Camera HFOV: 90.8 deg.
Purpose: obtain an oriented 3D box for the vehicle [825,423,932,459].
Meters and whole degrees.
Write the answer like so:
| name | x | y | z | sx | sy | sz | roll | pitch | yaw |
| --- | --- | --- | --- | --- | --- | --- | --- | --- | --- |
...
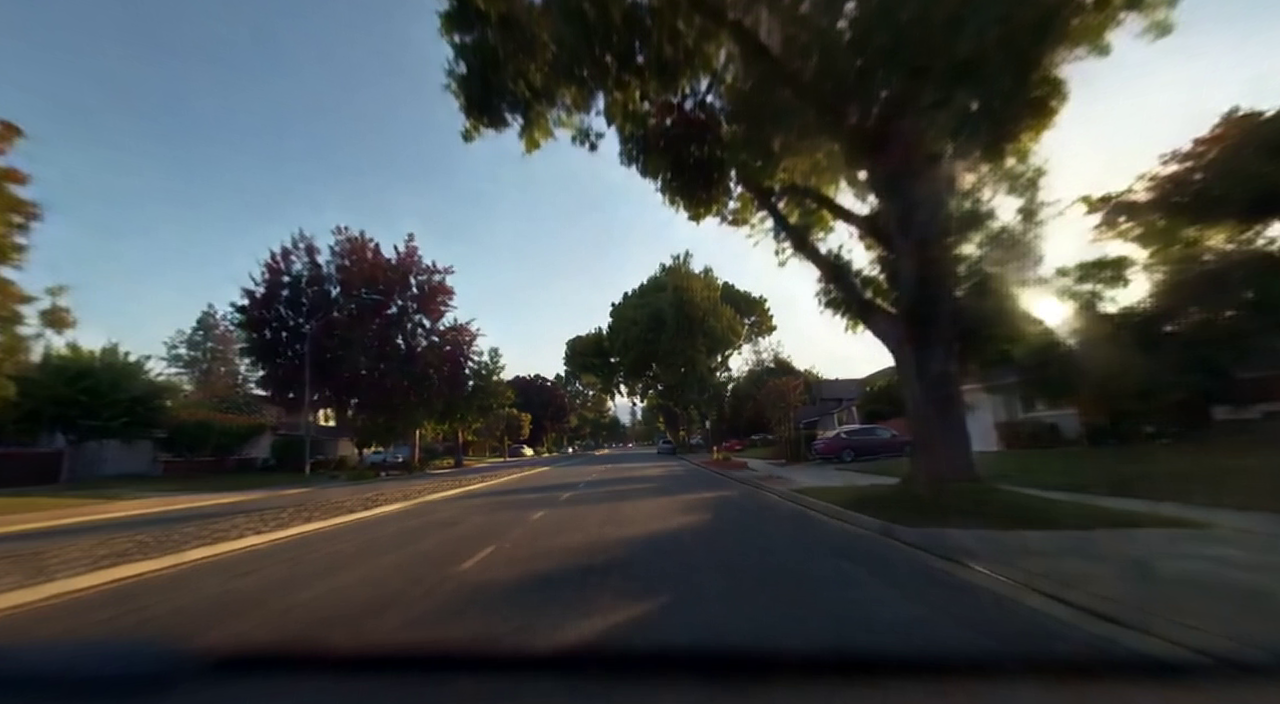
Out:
| name | x | y | z | sx | sy | sz | roll | pitch | yaw |
| --- | --- | --- | --- | --- | --- | --- | --- | --- | --- |
| vehicle | 11.785 | 4.440 | 31.469 | 4.545 | 1.680 | 2.001 | -1 | -8 | 4 |
